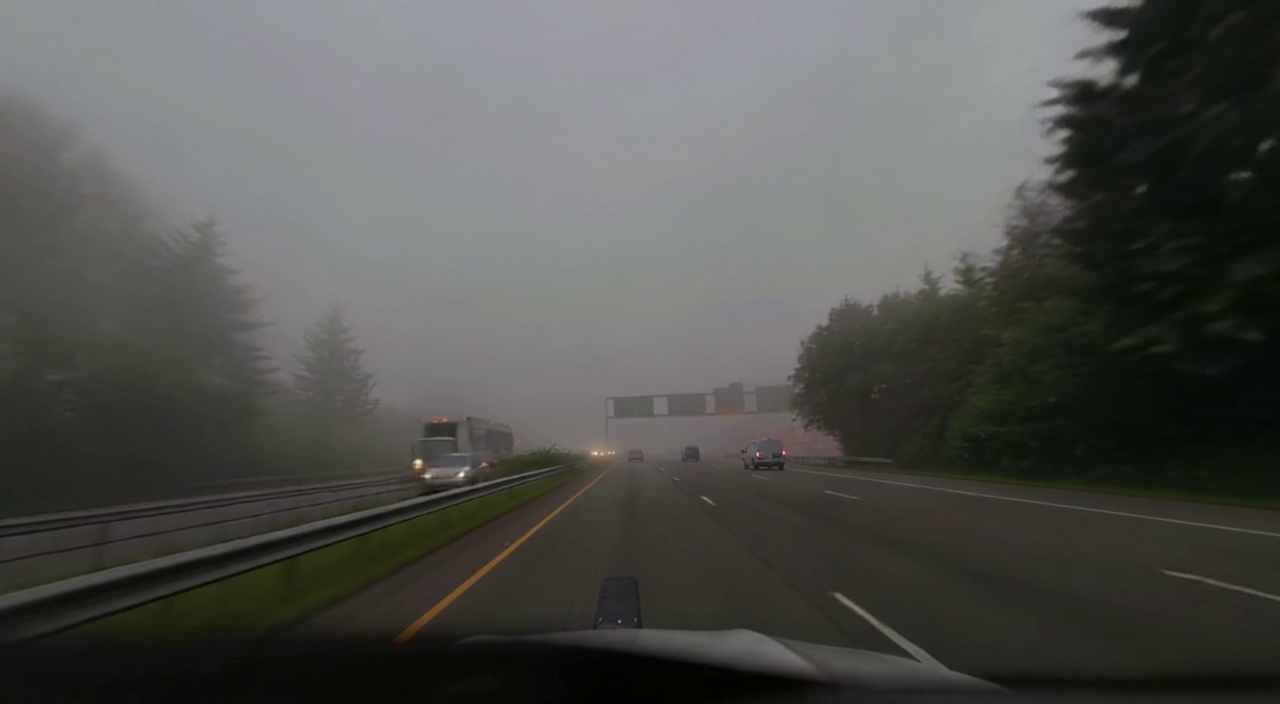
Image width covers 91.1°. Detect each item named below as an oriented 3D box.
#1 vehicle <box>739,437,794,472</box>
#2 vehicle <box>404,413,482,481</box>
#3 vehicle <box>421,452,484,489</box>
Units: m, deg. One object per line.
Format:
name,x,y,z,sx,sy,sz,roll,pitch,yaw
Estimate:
vehicle,7.408,6.068,37.397,2.156,1.943,5.010,0,-9,-1
vehicle,-12.298,6.029,39.856,2.959,3.982,5.948,0,-9,0
vehicle,-7.970,5.032,27.062,1.721,1.446,3.630,0,-9,-2
